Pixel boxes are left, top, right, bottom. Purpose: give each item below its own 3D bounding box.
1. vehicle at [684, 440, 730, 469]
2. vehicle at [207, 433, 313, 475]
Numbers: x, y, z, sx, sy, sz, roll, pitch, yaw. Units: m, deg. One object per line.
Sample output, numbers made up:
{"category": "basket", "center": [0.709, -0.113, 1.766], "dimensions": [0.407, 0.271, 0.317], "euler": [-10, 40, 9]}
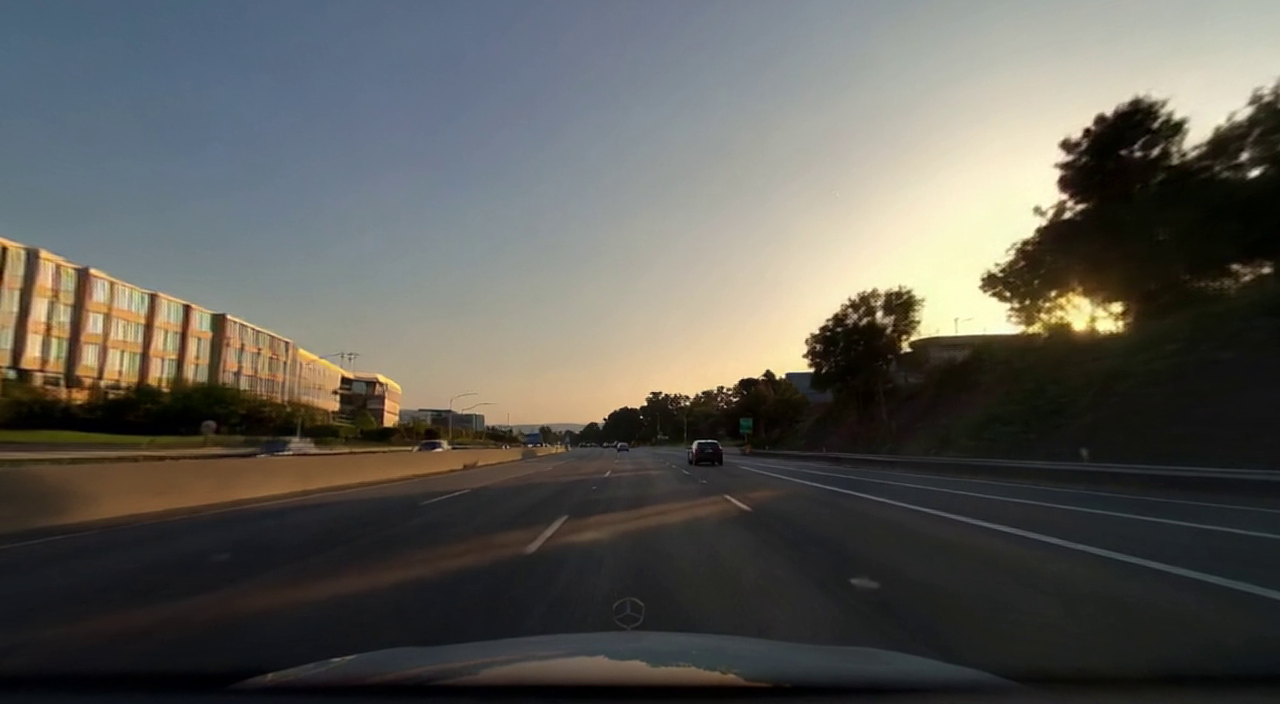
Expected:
{"category": "vehicle", "center": [3.667, 5.696, 35.197], "dimensions": [1.926, 1.477, 4.025], "euler": [0, -8, -2]}
{"category": "vehicle", "center": [-16.632, 4.480, 27.910], "dimensions": [2.018, 1.703, 4.295], "euler": [0, -8, -1]}
